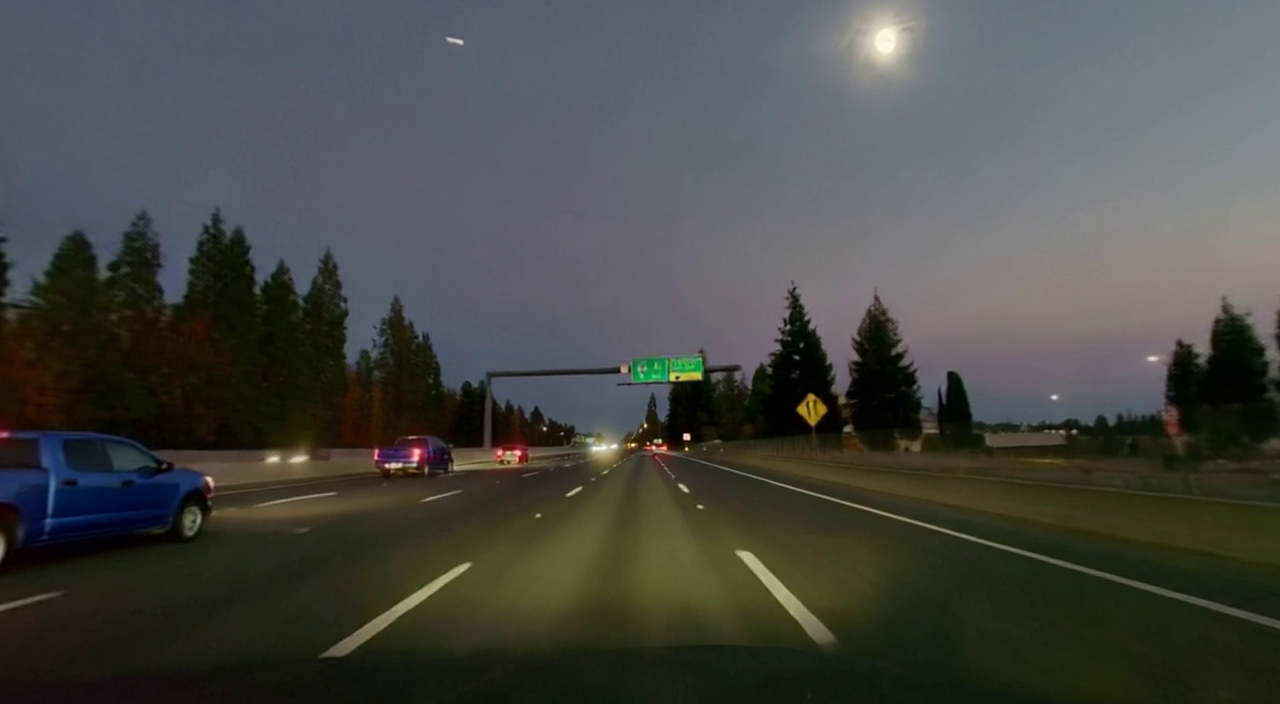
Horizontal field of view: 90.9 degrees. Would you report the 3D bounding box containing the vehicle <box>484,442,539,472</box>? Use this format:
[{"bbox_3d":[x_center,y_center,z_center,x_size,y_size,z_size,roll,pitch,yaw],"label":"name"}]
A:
[{"bbox_3d":[-6.724,5.526,33.424,1.919,1.499,4.234,0,-8,1],"label":"vehicle"}]

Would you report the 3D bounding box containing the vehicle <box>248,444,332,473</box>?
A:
[{"bbox_3d":[-20.744,6.320,37.679,2.019,1.623,4.950,0,-8,2],"label":"vehicle"}]

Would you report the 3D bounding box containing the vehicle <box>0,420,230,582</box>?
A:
[{"bbox_3d":[-7.218,1.597,7.113,1.965,1.567,4.686,0,-8,1],"label":"vehicle"}]

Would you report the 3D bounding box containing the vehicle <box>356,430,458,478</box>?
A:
[{"bbox_3d":[-10.532,4.657,29.162,2.347,1.984,5.778,0,-8,2],"label":"vehicle"}]
